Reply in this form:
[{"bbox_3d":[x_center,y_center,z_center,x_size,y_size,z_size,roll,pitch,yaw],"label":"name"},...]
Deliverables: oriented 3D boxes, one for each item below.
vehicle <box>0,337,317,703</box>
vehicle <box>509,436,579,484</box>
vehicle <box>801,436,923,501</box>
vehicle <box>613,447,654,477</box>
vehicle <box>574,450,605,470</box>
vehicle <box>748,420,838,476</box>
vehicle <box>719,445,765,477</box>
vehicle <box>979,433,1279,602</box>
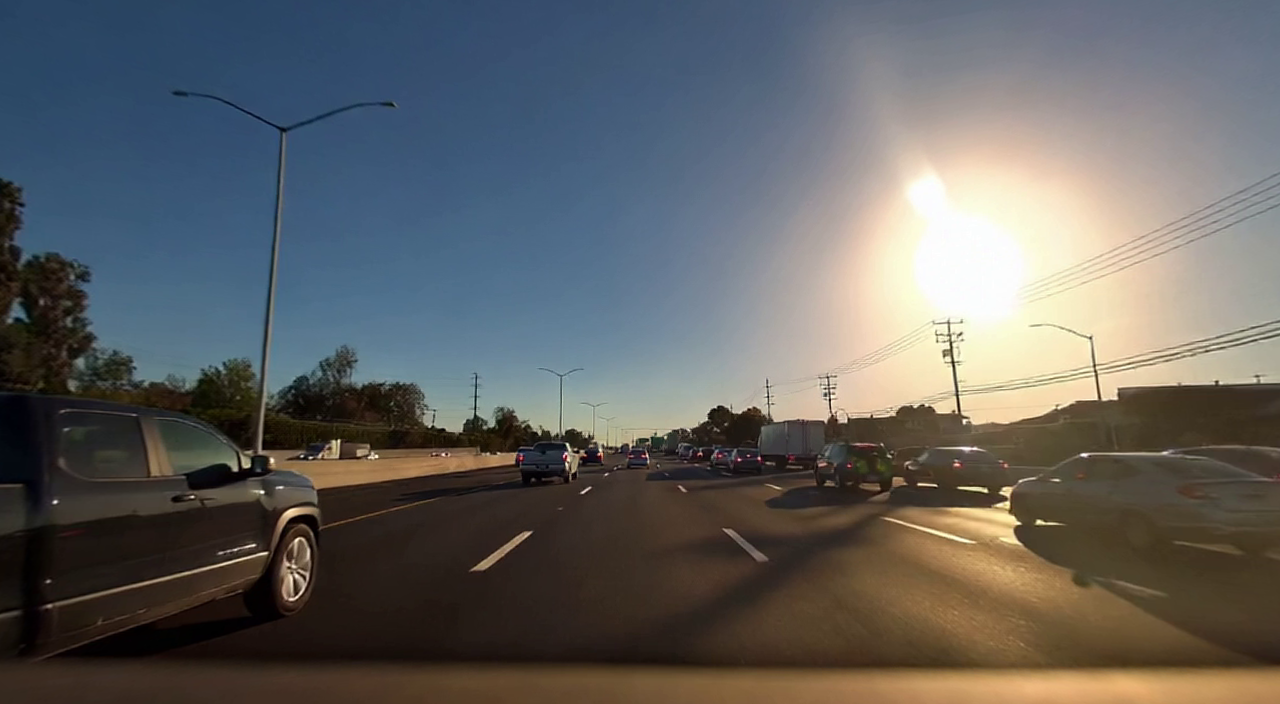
[{"bbox_3d":[-3.421,0.793,2.260,2.127,1.705,4.374,0,-9,1],"label":"vehicle"},{"bbox_3d":[-3.946,4.548,26.814,2.147,1.825,4.602,0,-9,1],"label":"vehicle"},{"bbox_3d":[6.374,3.374,18.668,2.058,1.667,4.209,0,-9,0],"label":"vehicle"},{"bbox_3d":[-0.341,5.927,34.228,2.060,1.508,4.308,0,-9,0],"label":"vehicle"},{"bbox_3d":[-3.854,8.325,48.757,1.984,1.406,4.030,0,-9,1],"label":"vehicle"},{"bbox_3d":[10.475,6.810,44.854,3.442,3.405,11.948,0,-9,0],"label":"vehicle"},{"bbox_3d":[5.311,5.722,33.300,1.956,1.576,4.211,0,-9,3],"label":"vehicle"},{"bbox_3d":[6.555,1.830,7.965,1.976,1.485,4.632,0,-9,0],"label":"vehicle"}]
